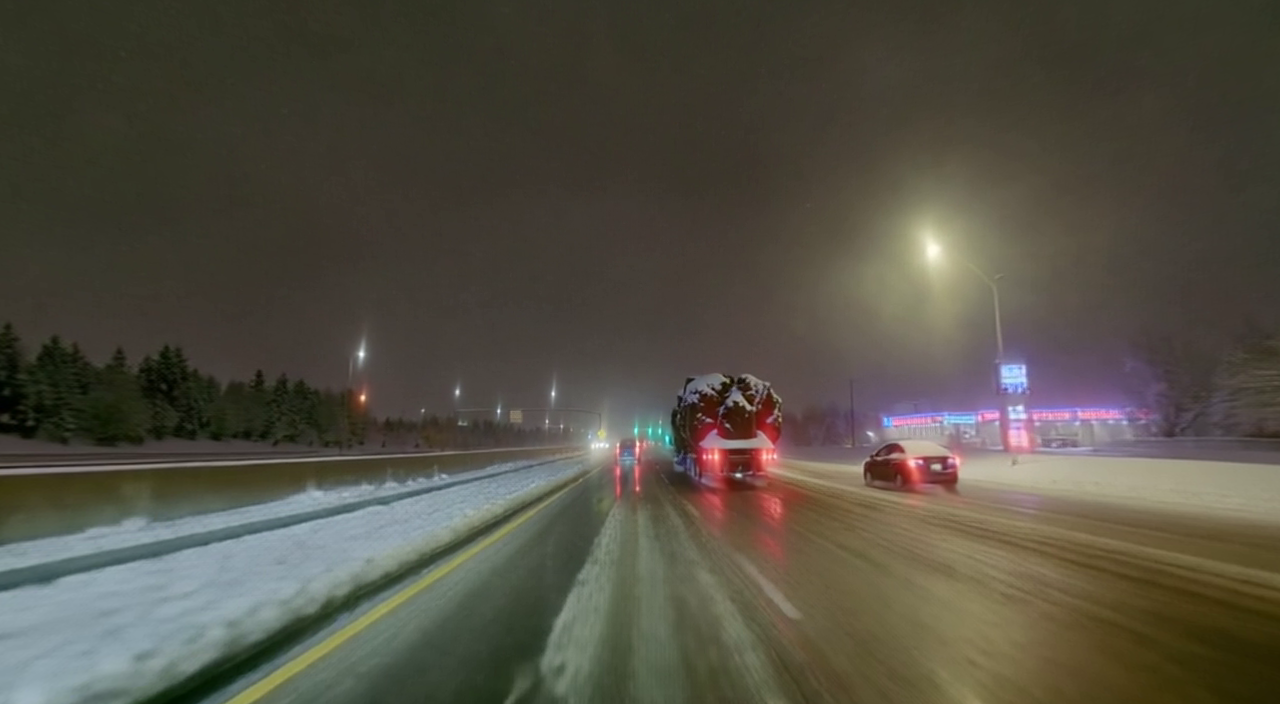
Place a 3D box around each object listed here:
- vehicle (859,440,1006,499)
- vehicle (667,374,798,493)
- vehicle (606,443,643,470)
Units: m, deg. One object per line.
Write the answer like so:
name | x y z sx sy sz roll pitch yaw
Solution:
vehicle | 8.292 3.351 18.513 2.105 1.494 4.537 0 -8 0
vehicle | 2.840 3.104 23.393 2.934 3.325 10.986 0 -8 -1
vehicle | -0.851 5.891 35.720 1.929 1.395 3.999 0 -8 -1
